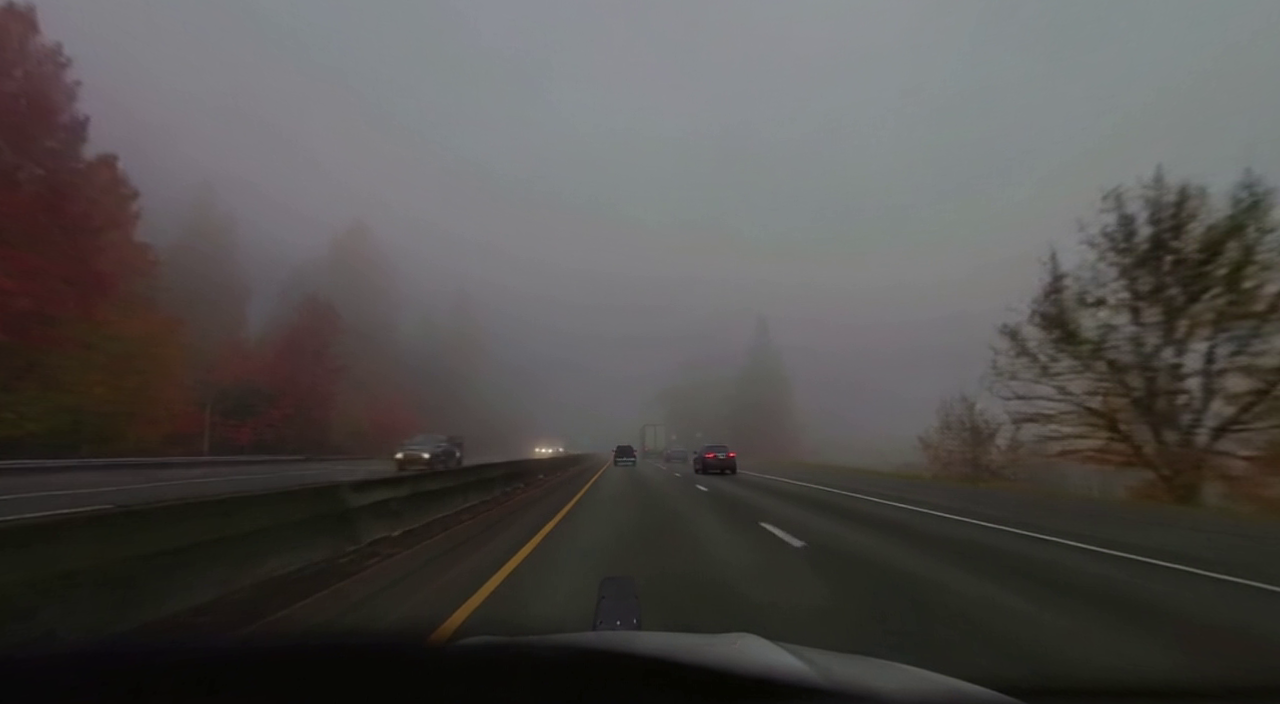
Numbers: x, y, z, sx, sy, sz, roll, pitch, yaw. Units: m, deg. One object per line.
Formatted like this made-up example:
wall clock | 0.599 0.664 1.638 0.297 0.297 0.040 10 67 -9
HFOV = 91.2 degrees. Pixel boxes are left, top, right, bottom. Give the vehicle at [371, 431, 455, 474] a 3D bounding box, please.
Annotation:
vehicle | -9.069 4.056 25.442 1.934 1.550 4.072 -1 -9 -1

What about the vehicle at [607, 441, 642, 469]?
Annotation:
vehicle | -1.057 6.728 41.167 2.151 1.693 4.201 0 -9 -2

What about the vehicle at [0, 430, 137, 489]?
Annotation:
vehicle | -45.835 7.935 46.687 2.957 4.004 18.233 0 -8 -4

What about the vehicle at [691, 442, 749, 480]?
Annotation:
vehicle | 3.451 4.772 27.780 1.968 1.513 3.911 0 -9 -1
